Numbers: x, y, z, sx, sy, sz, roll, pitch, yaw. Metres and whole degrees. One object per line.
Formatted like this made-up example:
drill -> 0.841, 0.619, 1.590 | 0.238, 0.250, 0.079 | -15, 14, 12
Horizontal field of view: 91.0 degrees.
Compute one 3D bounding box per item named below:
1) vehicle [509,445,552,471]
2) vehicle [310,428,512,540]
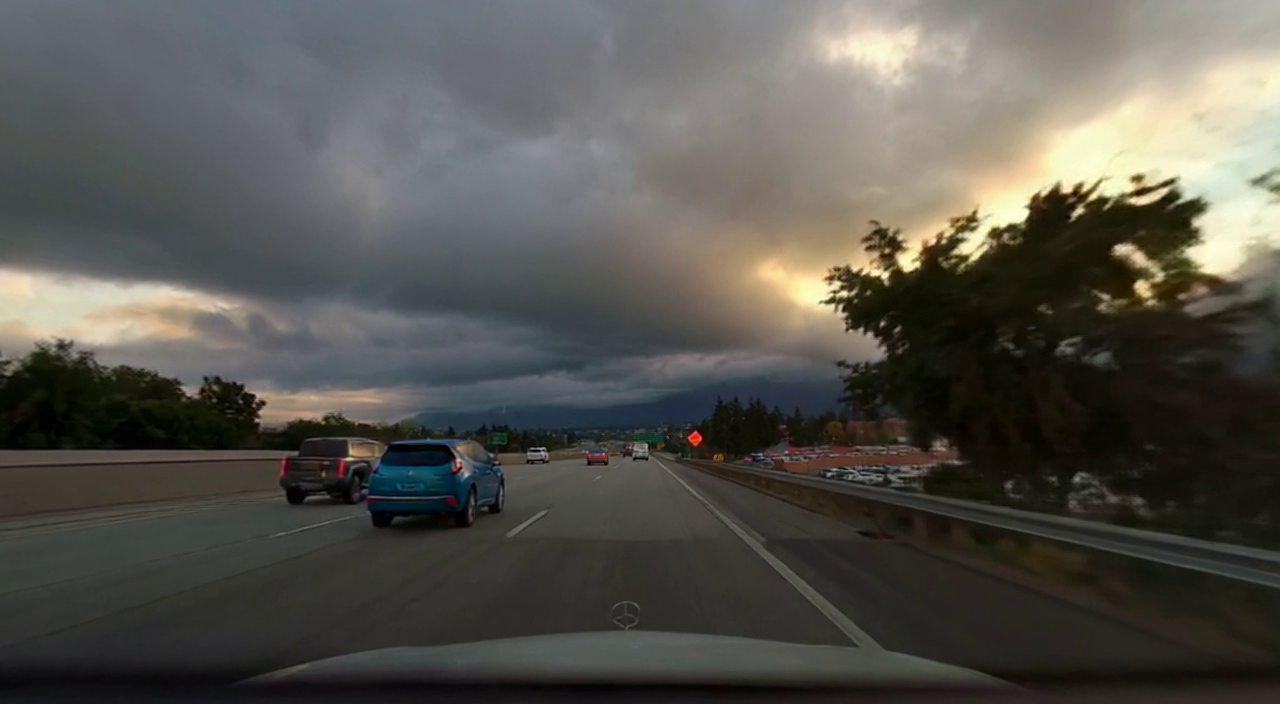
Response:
vehicle -> -7.384, 7.203, 42.941 | 2.046, 1.644, 4.422 | 0, -9, 2
vehicle -> -3.918, 2.331, 11.735 | 2.070, 1.665, 4.213 | 0, -9, 1
